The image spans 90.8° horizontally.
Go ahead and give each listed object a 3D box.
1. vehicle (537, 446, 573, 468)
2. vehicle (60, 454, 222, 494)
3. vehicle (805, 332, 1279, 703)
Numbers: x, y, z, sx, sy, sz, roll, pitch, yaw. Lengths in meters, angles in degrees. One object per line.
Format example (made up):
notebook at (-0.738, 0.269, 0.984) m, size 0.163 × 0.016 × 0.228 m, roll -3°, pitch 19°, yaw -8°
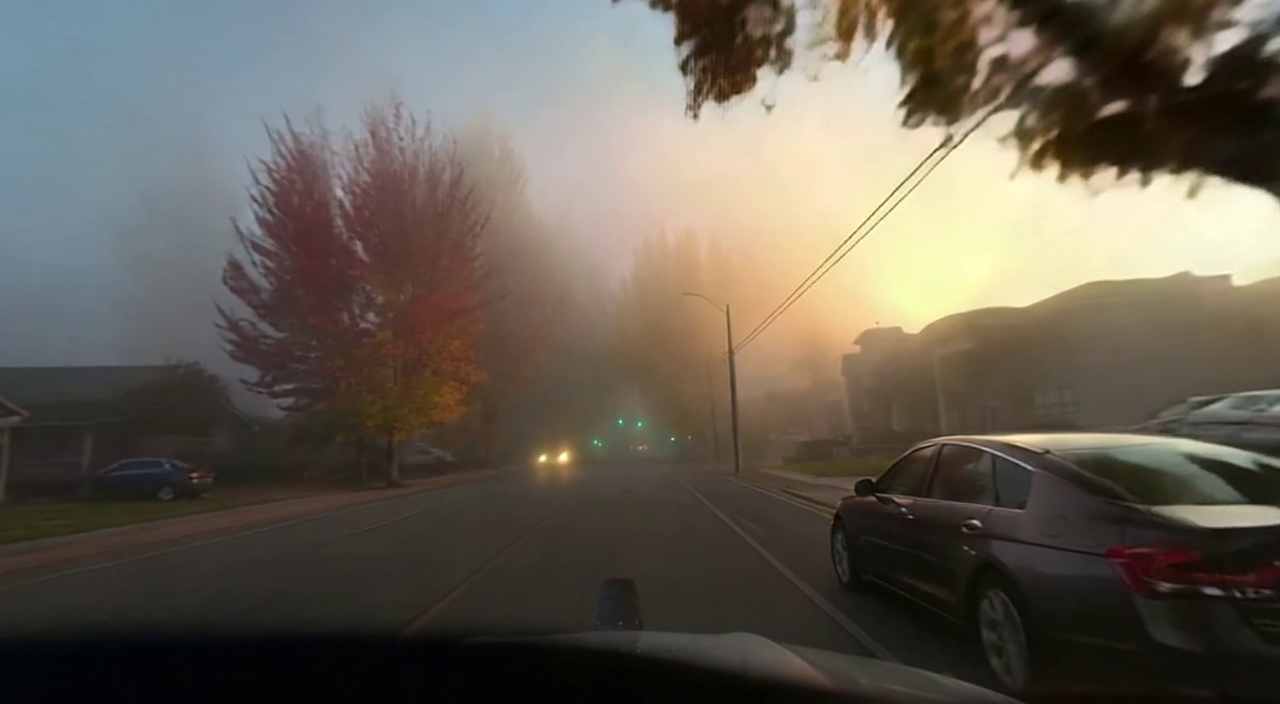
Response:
vehicle at (-6.327, 7.850, 47.595) m, size 2.031 × 1.521 × 4.538 m, roll 0°, pitch -8°, yaw 1°
vehicle at (-19.469, 4.774, 24.843) m, size 4.610 × 1.463 × 1.841 m, roll 1°, pitch -9°, yaw -6°
vehicle at (3.018, 1.173, 4.642) m, size 2.224 × 1.791 × 4.834 m, roll 0°, pitch -8°, yaw -1°
